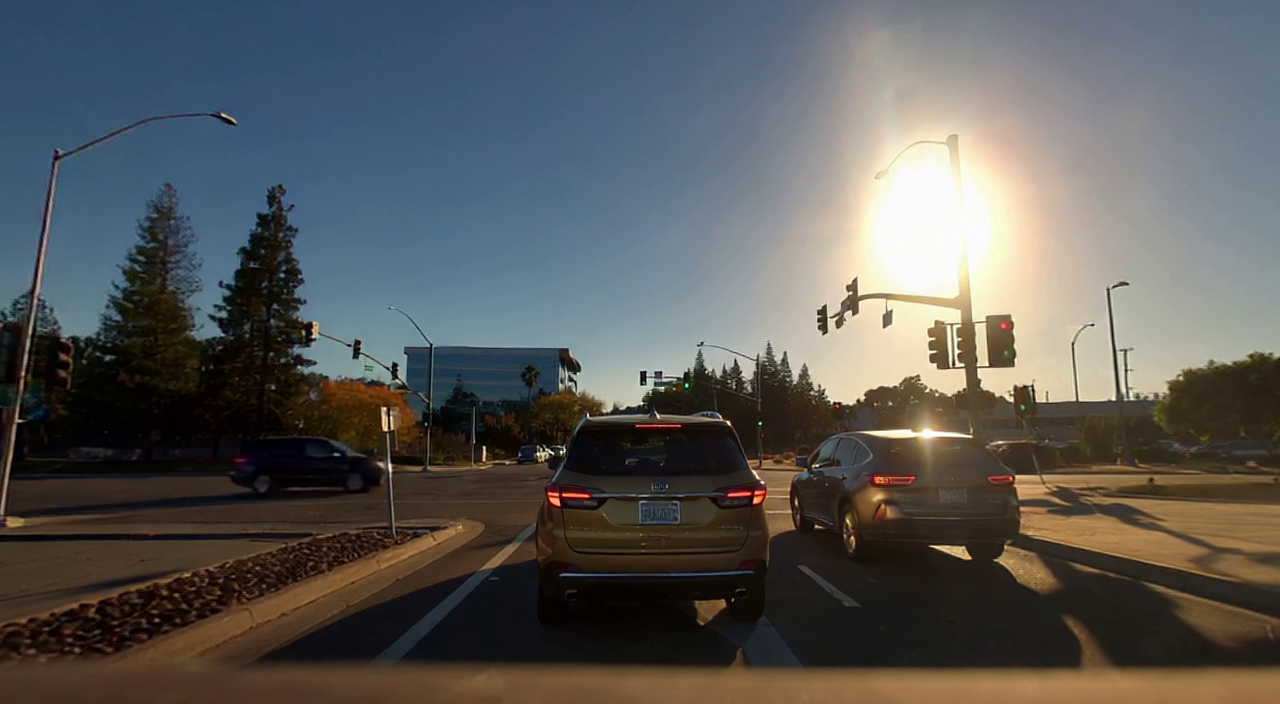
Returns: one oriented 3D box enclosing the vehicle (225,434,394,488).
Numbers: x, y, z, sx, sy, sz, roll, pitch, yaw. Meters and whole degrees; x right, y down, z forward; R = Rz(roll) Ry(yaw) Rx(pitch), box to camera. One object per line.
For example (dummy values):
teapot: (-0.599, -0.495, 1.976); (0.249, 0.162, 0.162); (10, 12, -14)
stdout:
vehicle: (-11.375, 3.770, 22.012); (4.687, 1.791, 2.044); (0, -8, 0)

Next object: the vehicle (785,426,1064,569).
vehicle: (3.512, 1.858, 8.864); (1.861, 1.495, 4.215); (0, -8, -1)

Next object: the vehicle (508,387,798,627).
vehicle: (0.092, 1.494, 7.059); (2.170, 1.793, 4.468); (0, -8, 0)

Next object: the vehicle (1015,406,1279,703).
vehicle: (3.157, 0.815, 1.427); (1.924, 1.466, 4.461); (0, -8, 1)
